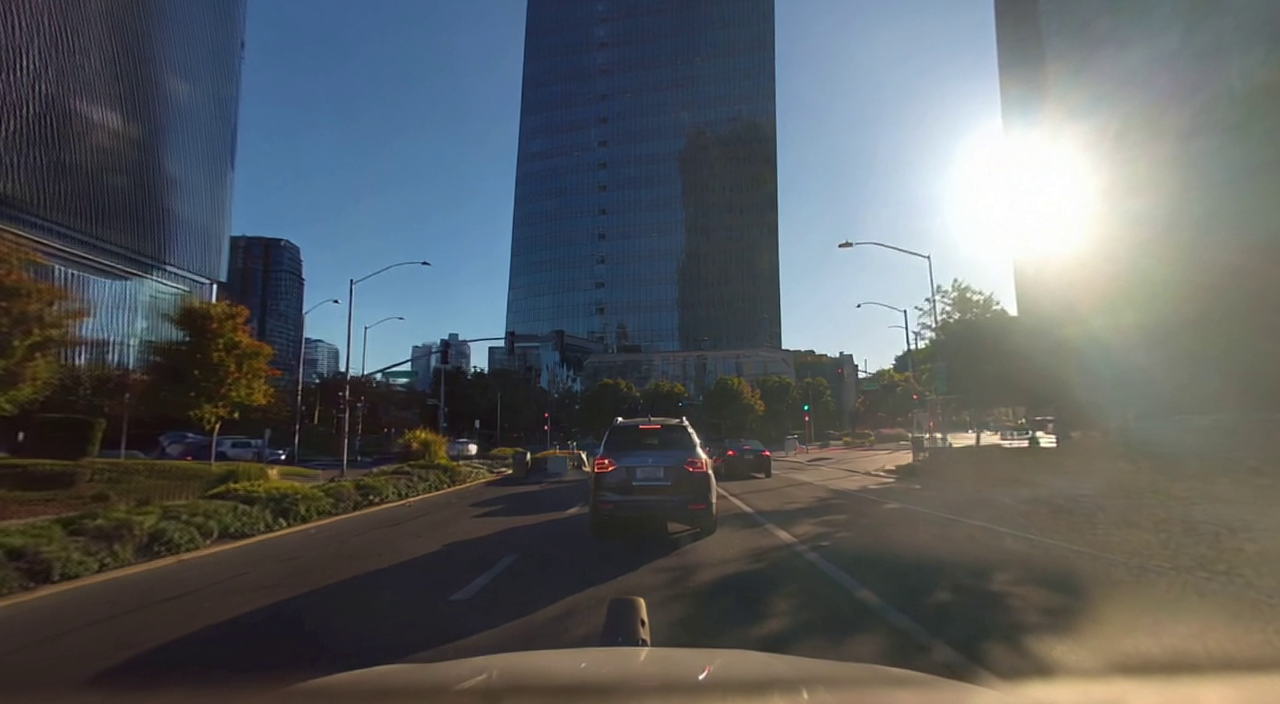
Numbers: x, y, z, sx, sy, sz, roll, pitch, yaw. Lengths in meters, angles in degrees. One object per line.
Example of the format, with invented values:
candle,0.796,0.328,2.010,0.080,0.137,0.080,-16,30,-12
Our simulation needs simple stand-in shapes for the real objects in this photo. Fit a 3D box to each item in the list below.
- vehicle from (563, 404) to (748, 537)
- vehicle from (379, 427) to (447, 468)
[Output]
vehicle,0.227,2.023,11.244,2.601,1.878,4.535,0,-9,0
vehicle,-14.021,5.871,38.667,2.717,2.310,6.448,5,-10,-29
